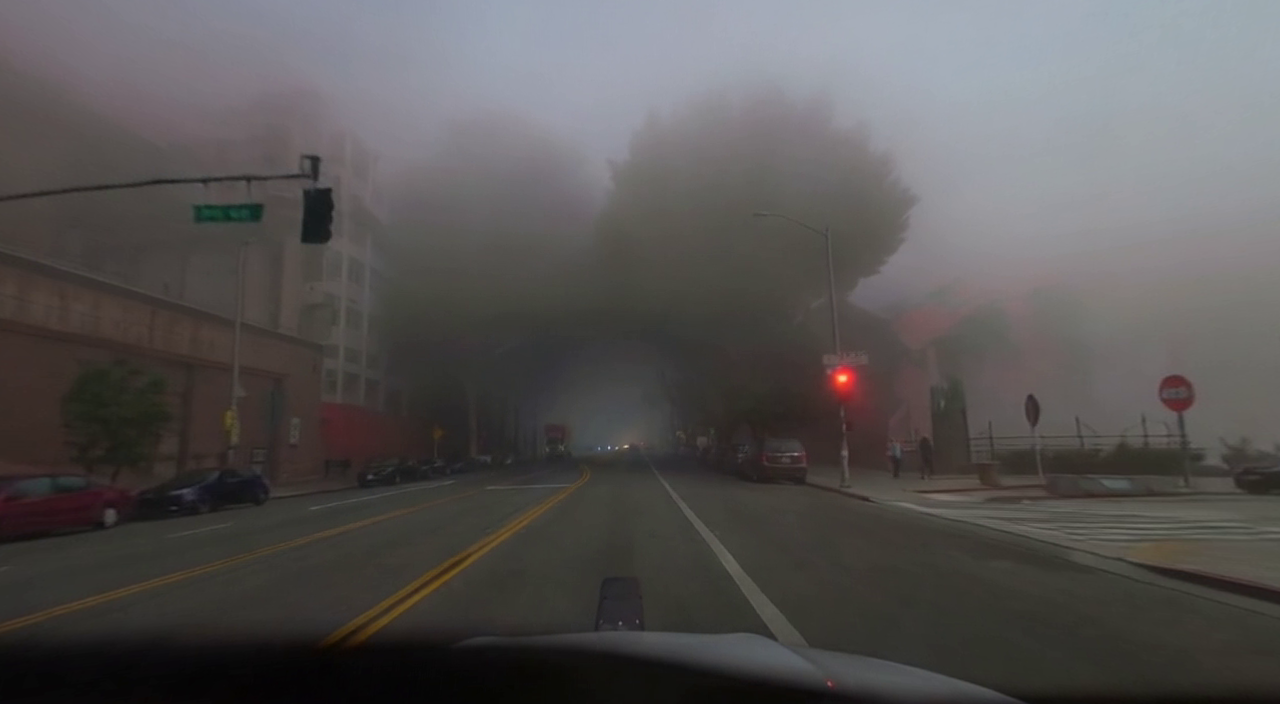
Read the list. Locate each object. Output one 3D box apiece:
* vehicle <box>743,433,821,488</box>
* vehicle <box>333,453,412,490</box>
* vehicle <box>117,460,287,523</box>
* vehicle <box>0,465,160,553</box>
[{"bbox_3d":[5.628,4.350,25.632,2.010,1.943,4.319,-2,-9,-1],"label":"vehicle"},{"bbox_3d":[-12.385,5.523,29.560,1.804,1.533,4.121,0,-8,1],"label":"vehicle"},{"bbox_3d":[-12.380,3.916,18.288,1.842,1.461,4.371,0,-8,-2],"label":"vehicle"},{"bbox_3d":[-12.587,3.131,12.925,1.945,1.451,4.522,0,-8,1],"label":"vehicle"}]
